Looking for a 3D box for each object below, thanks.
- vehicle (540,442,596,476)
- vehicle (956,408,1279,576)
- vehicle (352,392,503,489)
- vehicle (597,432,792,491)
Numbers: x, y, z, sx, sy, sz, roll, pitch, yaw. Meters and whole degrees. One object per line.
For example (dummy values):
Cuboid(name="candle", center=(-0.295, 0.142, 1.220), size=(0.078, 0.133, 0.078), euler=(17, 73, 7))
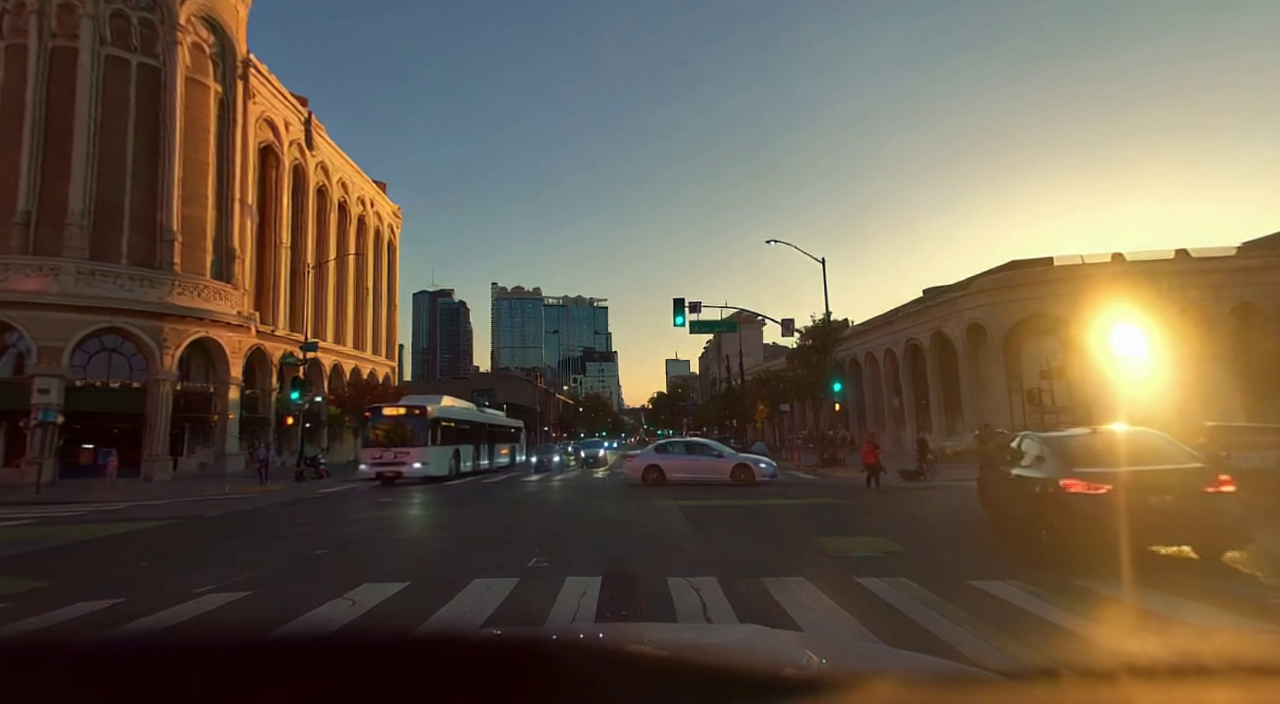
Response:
Cuboid(name="vehicle", center=(-3.151, 4.791, 28.542), size=(1.904, 1.402, 4.759), euler=(0, -8, 1))
Cuboid(name="vehicle", center=(5.508, 1.606, 8.070), size=(2.006, 1.495, 4.271), euler=(-3, -9, 19))
Cuboid(name="vehicle", center=(-8.691, 3.901, 27.616), size=(2.916, 3.427, 10.189), euler=(0, -8, 1))
Cuboid(name="vehicle", center=(1.540, 3.265, 18.894), size=(5.388, 1.465, 2.050), euler=(-7, -8, 31))
